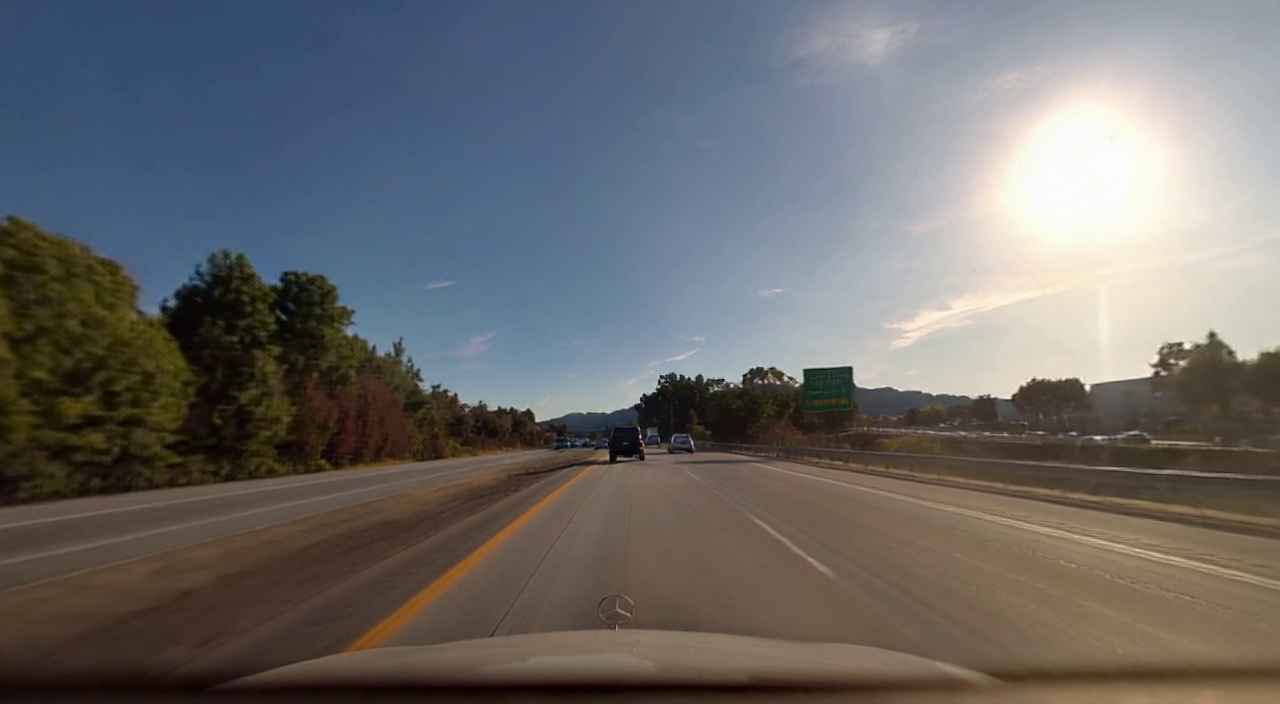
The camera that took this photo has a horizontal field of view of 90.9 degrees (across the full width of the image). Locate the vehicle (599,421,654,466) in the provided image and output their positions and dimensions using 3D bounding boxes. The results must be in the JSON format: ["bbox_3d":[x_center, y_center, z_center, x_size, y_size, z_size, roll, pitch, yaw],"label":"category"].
[{"bbox_3d":[-0.654,4.486,31.033,2.503,2.044,4.633,0,-8,-1],"label":"vehicle"}]
